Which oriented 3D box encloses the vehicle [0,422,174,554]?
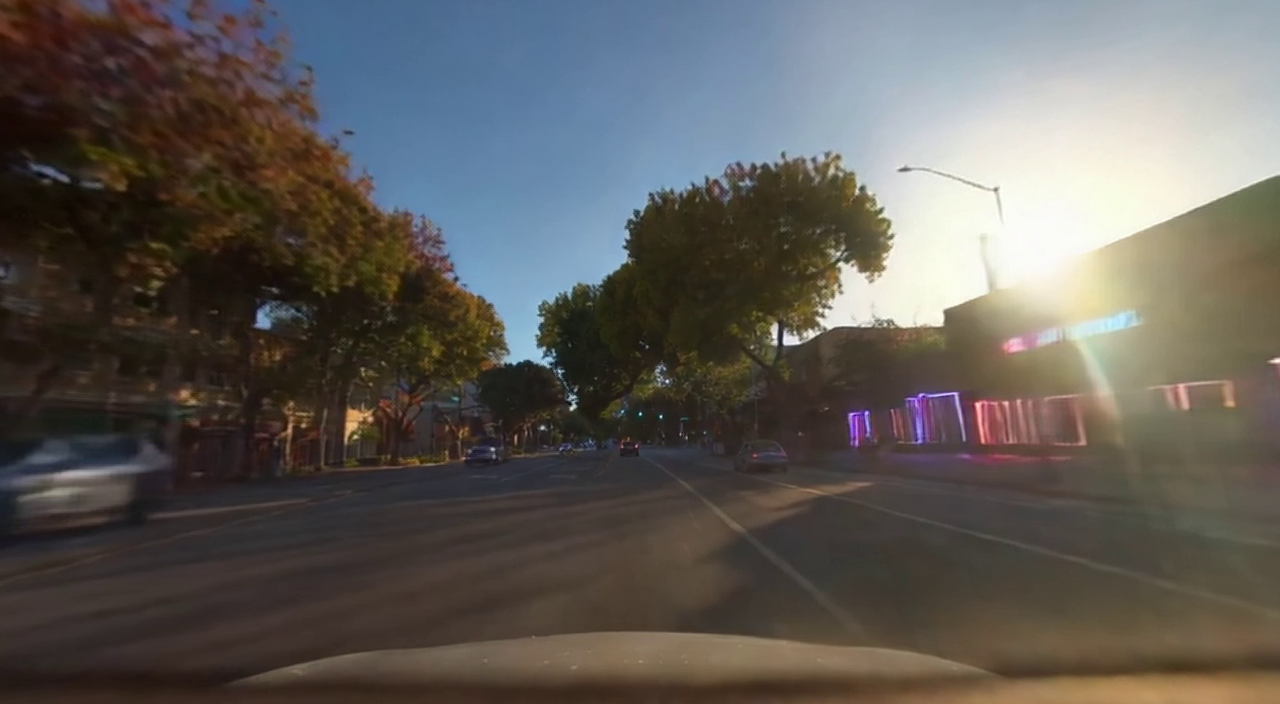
[{"bbox_3d":[-9.421,1.918,9.135,2.067,1.712,4.489,-1,-8,-3],"label":"vehicle"}]

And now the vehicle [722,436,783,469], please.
[{"bbox_3d":[5.492,4.974,31.512,2.024,1.475,4.600,-1,-8,-2],"label":"vehicle"}]

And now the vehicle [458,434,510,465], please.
[{"bbox_3d":[-10.900,6.863,44.675,2.290,1.989,5.924,-1,-8,-1],"label":"vehicle"}]
